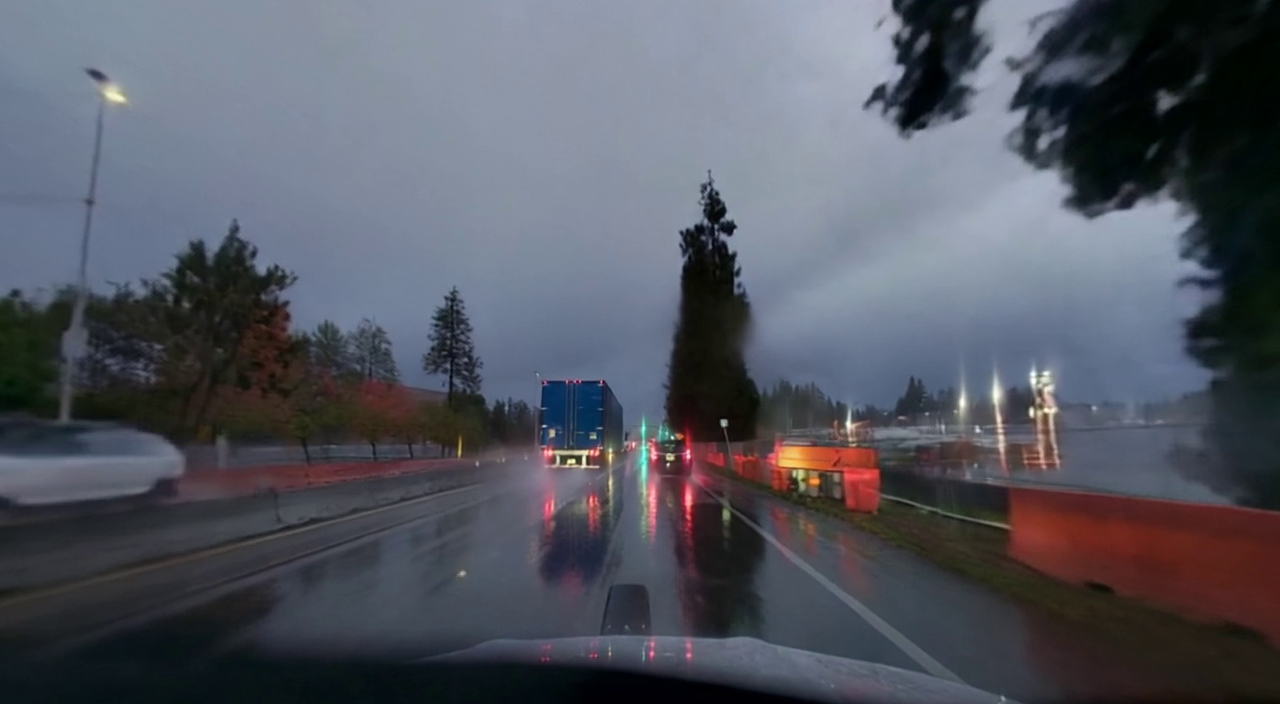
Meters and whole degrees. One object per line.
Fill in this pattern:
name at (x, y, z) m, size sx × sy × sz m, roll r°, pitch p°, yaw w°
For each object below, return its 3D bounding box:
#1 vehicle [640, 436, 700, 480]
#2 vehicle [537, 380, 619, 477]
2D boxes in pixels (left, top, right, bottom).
vehicle at (1.181, 4.414, 26.626) m, size 2.304 × 1.675 × 4.462 m, roll 0°, pitch -8°, yaw 0°
vehicle at (-2.902, 4.376, 34.781) m, size 2.906 × 4.115 × 15.715 m, roll 0°, pitch -8°, yaw 0°
